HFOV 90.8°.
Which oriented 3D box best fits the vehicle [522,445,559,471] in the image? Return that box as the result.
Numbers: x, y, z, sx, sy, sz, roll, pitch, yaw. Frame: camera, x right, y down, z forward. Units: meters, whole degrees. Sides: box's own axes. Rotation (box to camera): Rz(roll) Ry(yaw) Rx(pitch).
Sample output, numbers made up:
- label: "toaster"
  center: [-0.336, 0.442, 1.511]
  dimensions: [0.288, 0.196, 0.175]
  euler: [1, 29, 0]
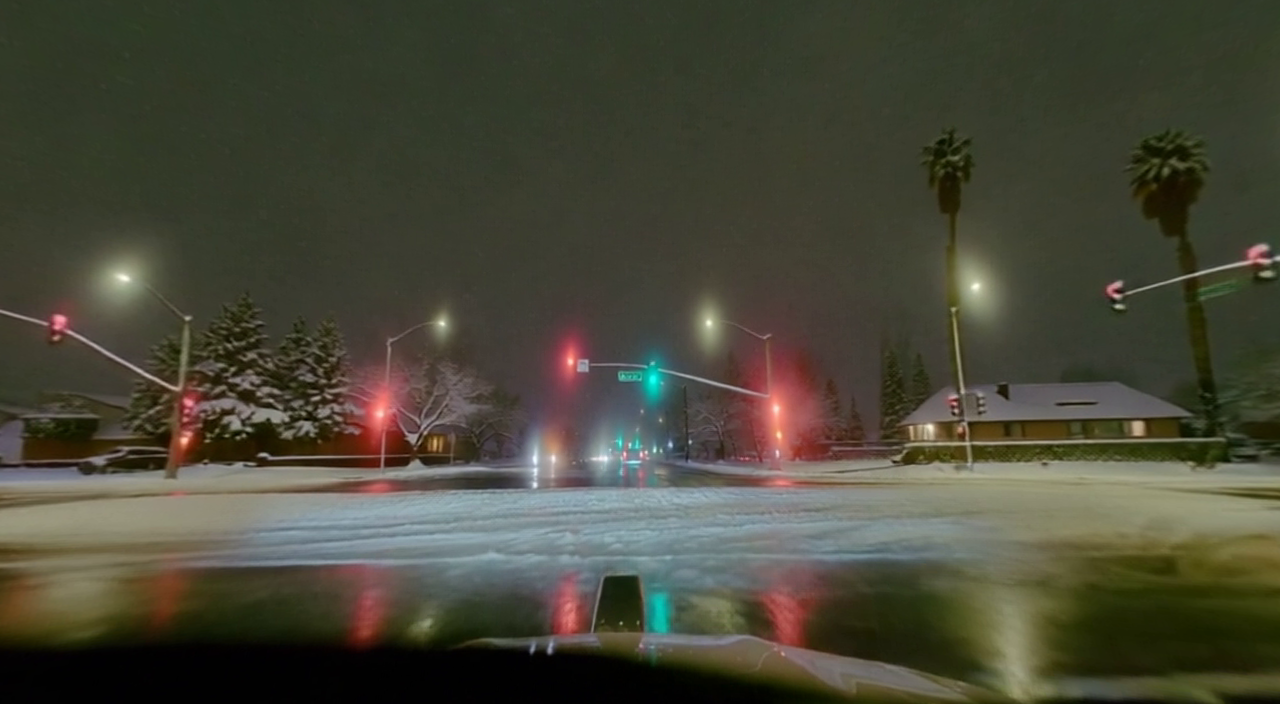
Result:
- label: "vehicle"
  center: [-6.832, 7.298, 43.599]
  dimensions: [1.983, 1.684, 3.938]
  euler: [0, -8, -1]

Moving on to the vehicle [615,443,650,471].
- label: "vehicle"
  center: [-0.580, 7.376, 44.652]
  dimensions: [2.248, 1.833, 4.798]
  euler: [0, -8, -3]

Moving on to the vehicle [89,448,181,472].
- label: "vehicle"
  center: [-35.535, 7.575, 44.551]
  dimensions: [4.887, 1.546, 1.807]
  euler: [7, -11, -40]
